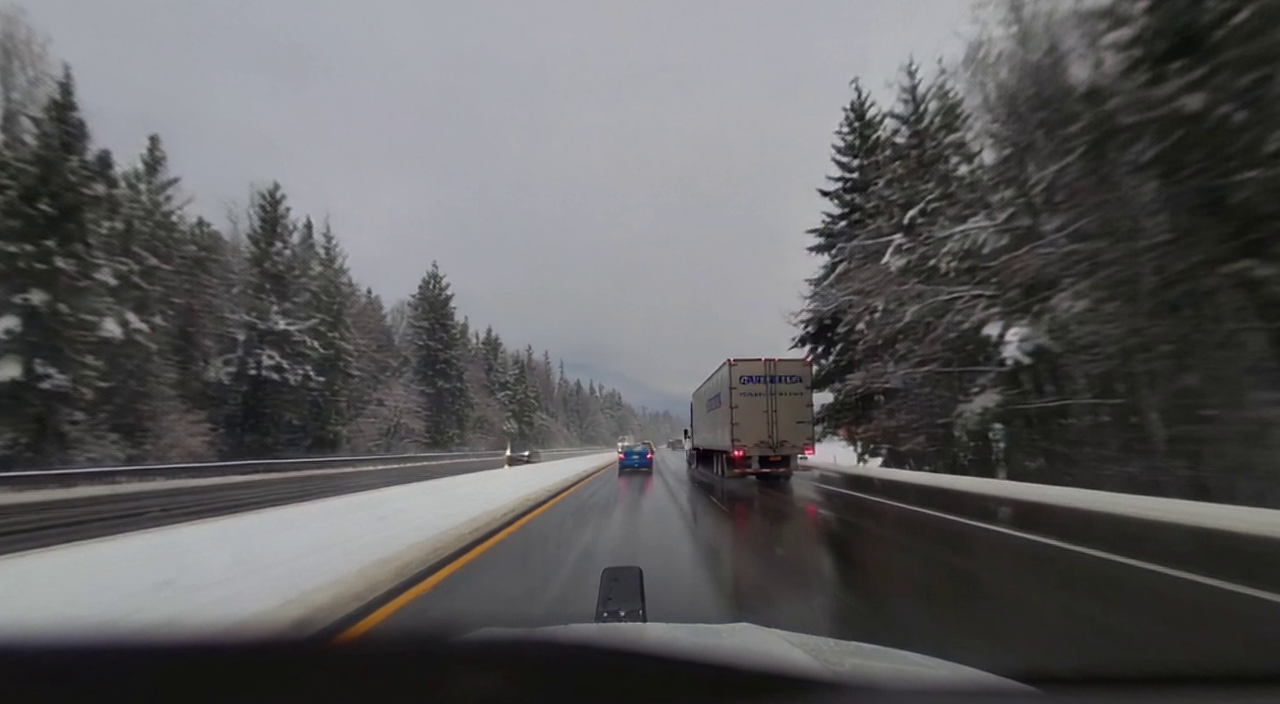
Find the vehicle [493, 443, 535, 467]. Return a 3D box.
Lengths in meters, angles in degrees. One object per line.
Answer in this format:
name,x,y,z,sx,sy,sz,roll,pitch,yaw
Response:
vehicle,-8.614,7.089,43.480,1.930,1.549,4.485,0,-9,1

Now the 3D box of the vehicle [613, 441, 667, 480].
vehicle,0.007,4.515,26.335,2.074,1.475,3.960,0,-9,0

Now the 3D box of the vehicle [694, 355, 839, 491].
vehicle,4.399,3.211,26.153,2.909,4.074,14.457,0,-9,0
